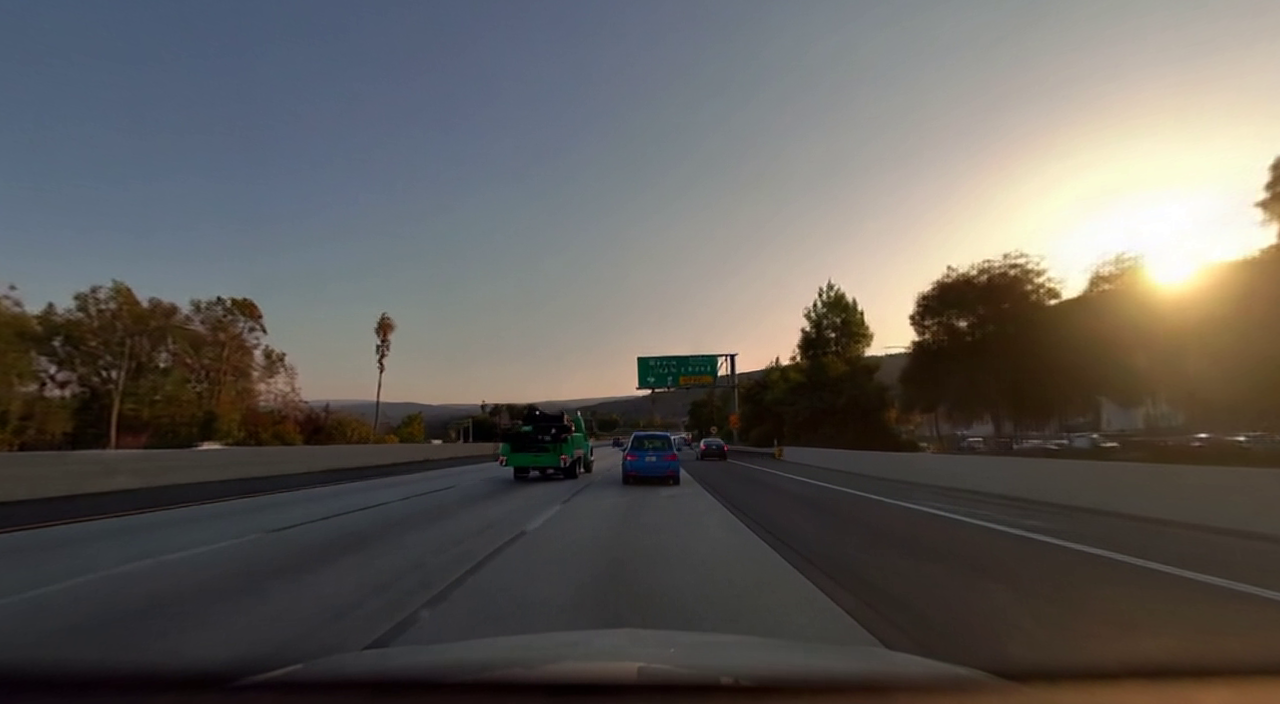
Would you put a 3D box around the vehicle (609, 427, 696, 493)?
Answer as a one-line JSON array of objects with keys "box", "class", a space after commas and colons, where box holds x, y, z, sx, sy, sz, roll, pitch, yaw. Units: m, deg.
[{"box": [0.326, 3.031, 18.021, 2.165, 1.653, 4.456, 0, -8, 0], "class": "vehicle"}]

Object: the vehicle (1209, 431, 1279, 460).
[{"box": [37.446, 5.615, 37.672, 4.374, 1.696, 2.169, 0, -8, 0], "class": "vehicle"}]

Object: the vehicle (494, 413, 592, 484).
[{"box": [-3.181, 3.364, 22.033, 2.526, 2.146, 5.594, 0, -8, 0], "class": "vehicle"}]
